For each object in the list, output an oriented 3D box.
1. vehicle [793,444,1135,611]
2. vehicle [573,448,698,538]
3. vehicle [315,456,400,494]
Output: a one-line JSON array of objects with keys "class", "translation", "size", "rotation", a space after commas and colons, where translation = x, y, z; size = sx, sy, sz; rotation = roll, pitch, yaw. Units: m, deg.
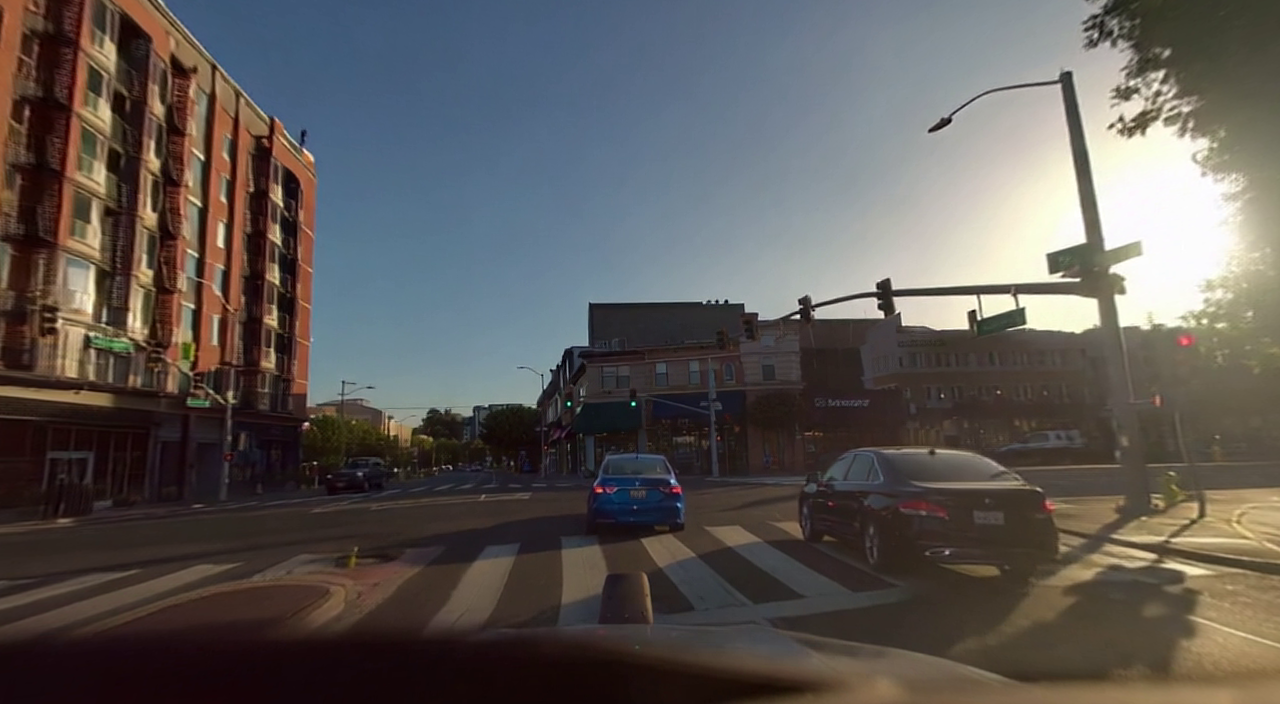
[{"class": "vehicle", "translation": [3.329, 1.830, 7.589], "size": [1.860, 1.430, 4.089], "rotation": [0, -8, -1]}, {"class": "vehicle", "translation": [-0.086, 2.673, 12.634], "size": [2.094, 1.481, 4.078], "rotation": [0, -8, 0]}, {"class": "vehicle", "translation": [-14.824, 6.445, 33.461], "size": [2.126, 1.782, 4.880], "rotation": [0, -8, 2]}]
